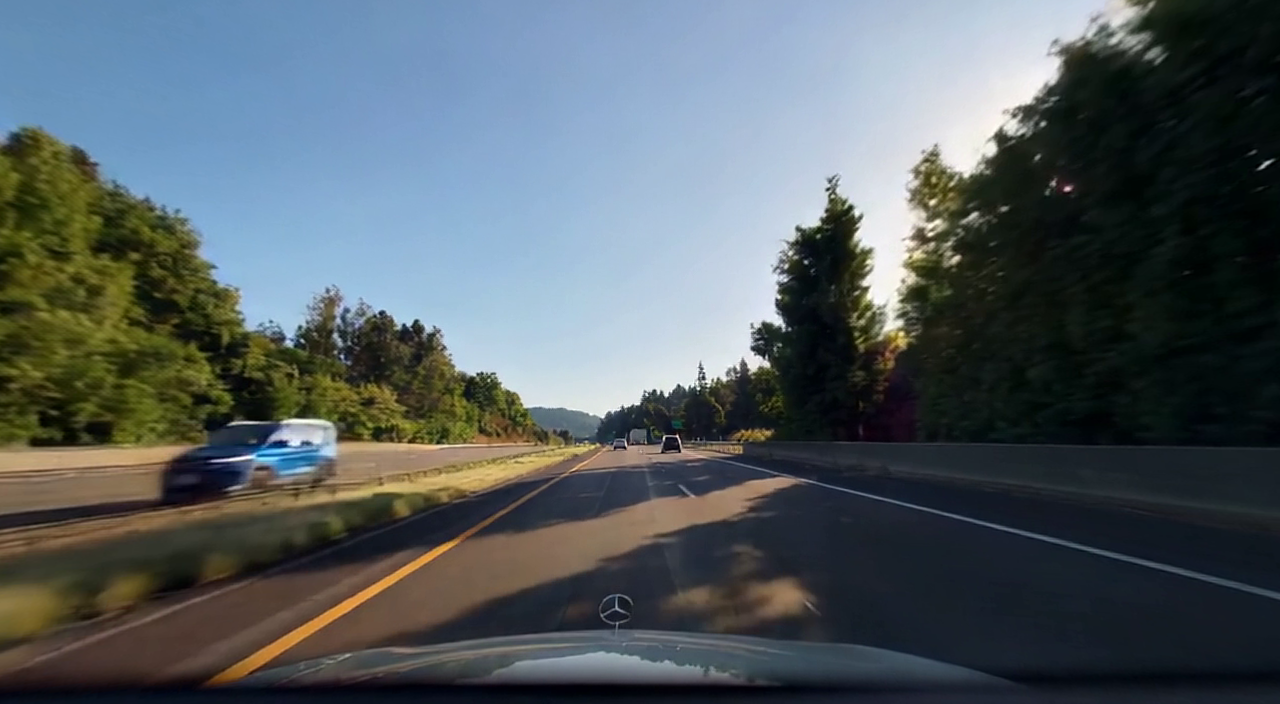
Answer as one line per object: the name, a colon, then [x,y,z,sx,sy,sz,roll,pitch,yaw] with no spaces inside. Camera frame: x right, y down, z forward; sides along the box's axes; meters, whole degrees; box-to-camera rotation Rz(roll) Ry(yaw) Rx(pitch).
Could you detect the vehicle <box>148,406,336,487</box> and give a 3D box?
vehicle: [-9.535,2.310,15.621,1.997,1.729,4.143,0,-8,-1]
